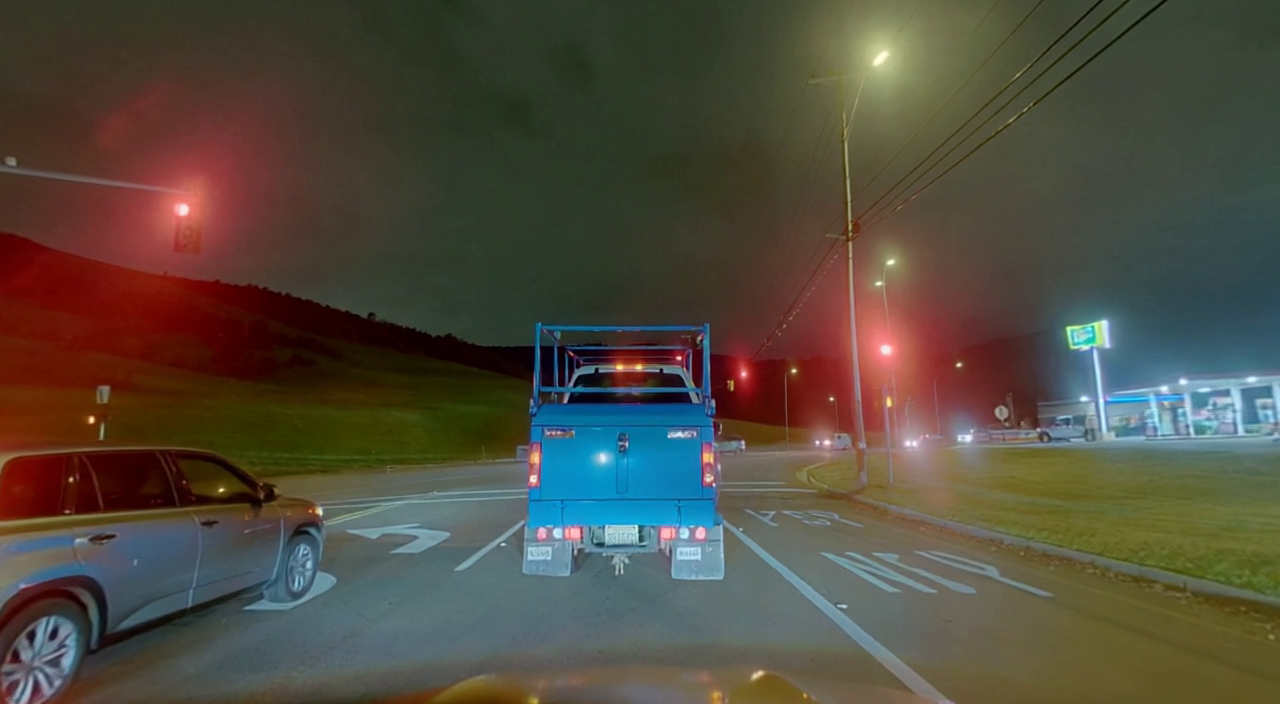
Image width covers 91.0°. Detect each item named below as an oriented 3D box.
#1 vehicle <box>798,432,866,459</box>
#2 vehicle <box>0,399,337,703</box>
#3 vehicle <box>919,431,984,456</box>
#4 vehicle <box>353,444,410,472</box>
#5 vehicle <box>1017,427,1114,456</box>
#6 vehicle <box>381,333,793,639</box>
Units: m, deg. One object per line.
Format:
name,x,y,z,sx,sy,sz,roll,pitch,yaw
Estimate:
vehicle,13.466,6.552,44.046,4.975,1.799,2.117,7,-11,-40
vehicle,-3.956,1.188,3.974,2.017,1.555,4.150,-1,-9,0
vehicle,22.541,6.627,45.513,5.021,1.757,2.012,6,-11,-36
vehicle,-17.106,7.015,41.909,2.133,1.690,4.331,0,-9,-3
vehicle,25.574,5.392,37.916,4.419,1.496,1.854,-2,-9,1
vehicle,-0.419,1.322,7.201,2.859,2.144,5.406,0,-9,-1
